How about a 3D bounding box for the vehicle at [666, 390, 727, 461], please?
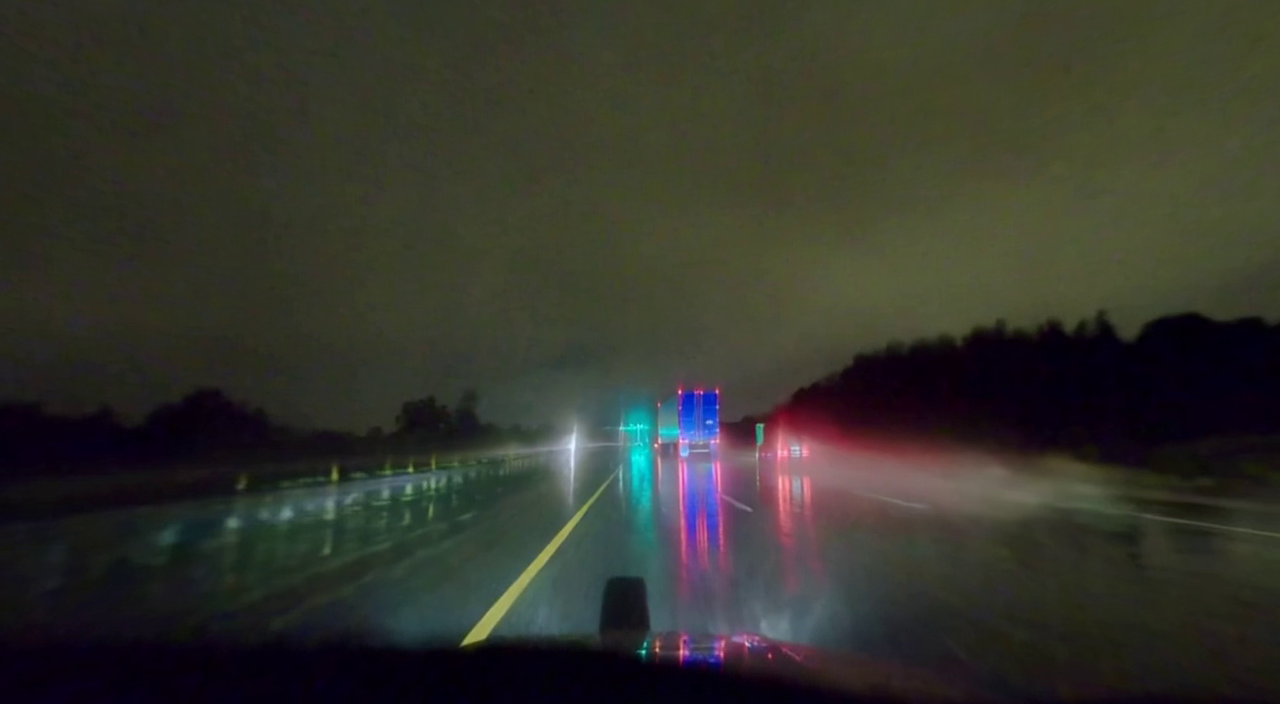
[{"bbox_3d":[3.990,5.801,48.227,3.615,4.578,13.539,0,-8,1],"label":"vehicle"}]
